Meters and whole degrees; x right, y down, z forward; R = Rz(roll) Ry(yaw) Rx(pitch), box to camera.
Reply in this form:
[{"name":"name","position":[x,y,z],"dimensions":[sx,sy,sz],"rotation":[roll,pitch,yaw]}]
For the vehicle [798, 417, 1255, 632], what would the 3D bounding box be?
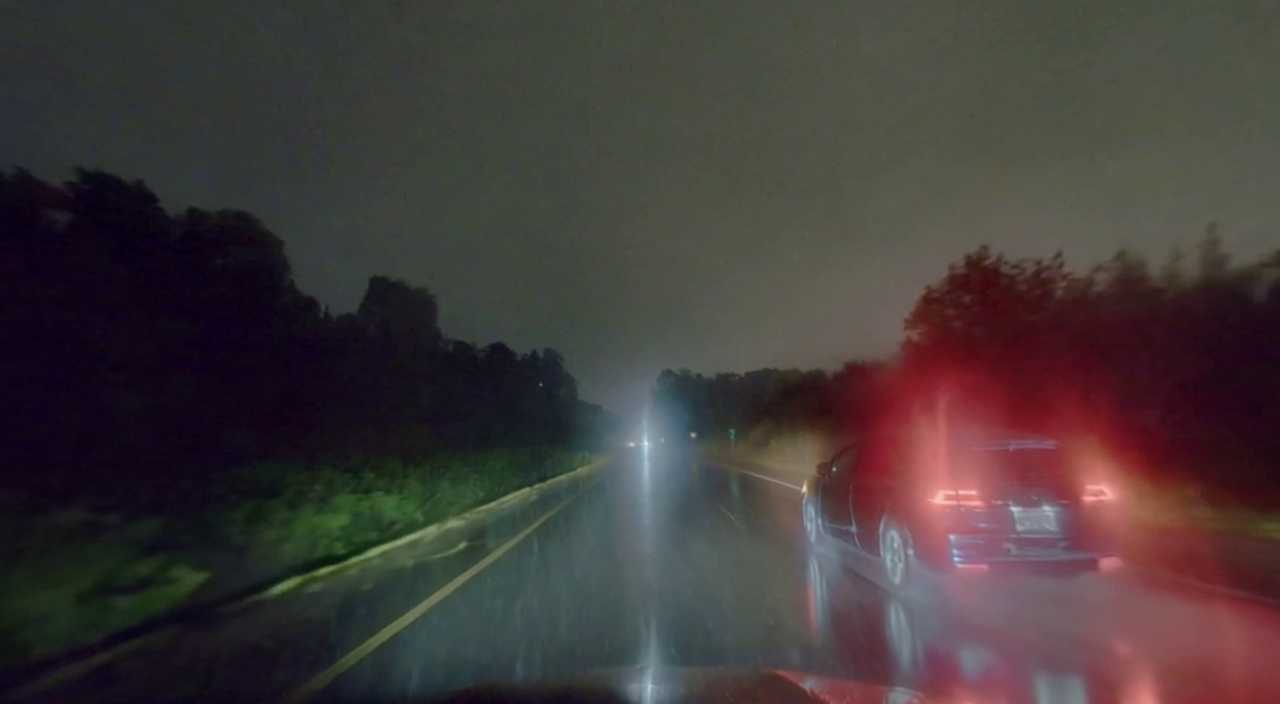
[{"name":"vehicle","position":[3.258,1.535,6.680],"dimensions":[2.003,1.466,4.441],"rotation":[0,-8,0]}]
